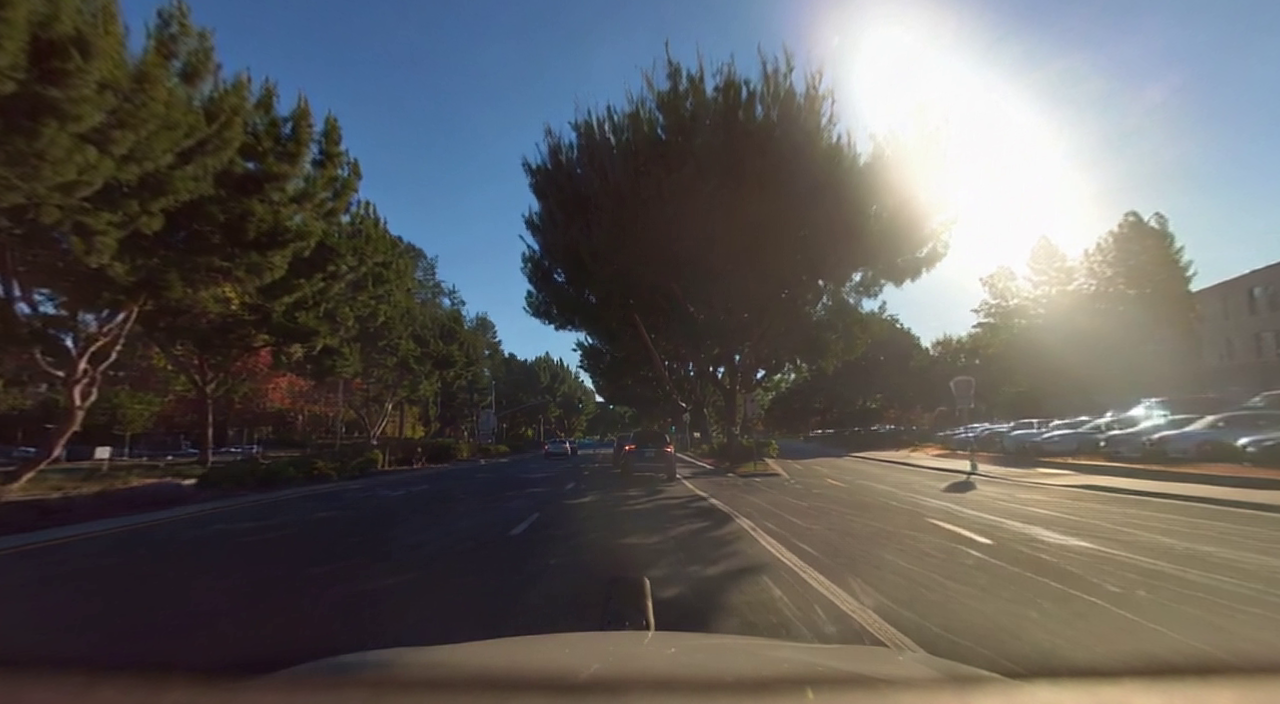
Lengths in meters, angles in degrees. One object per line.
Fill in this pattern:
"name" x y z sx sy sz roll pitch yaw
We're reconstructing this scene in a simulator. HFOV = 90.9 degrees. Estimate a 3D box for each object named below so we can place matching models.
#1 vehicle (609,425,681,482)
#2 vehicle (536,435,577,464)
"vehicle" 0.089 3.302 20.694 2.135 1.691 3.884 0 -8 -1
"vehicle" -4.775 5.617 36.438 1.950 1.563 3.727 0 -8 -1
